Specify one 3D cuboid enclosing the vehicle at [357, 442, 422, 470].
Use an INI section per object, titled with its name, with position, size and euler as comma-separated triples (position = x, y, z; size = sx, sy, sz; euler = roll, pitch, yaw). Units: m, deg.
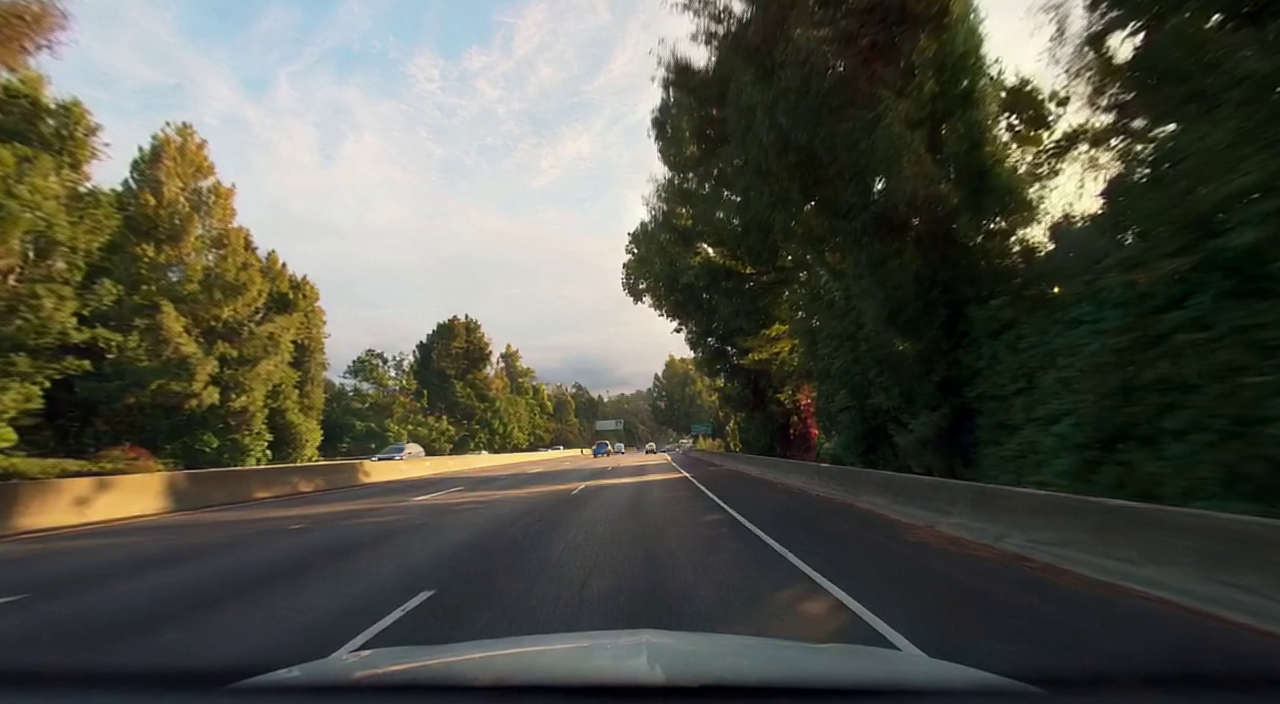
[vehicle]
position = -16.605, 6.935, 42.101
size = 2.133, 1.740, 5.122
euler = 0, -8, 1
